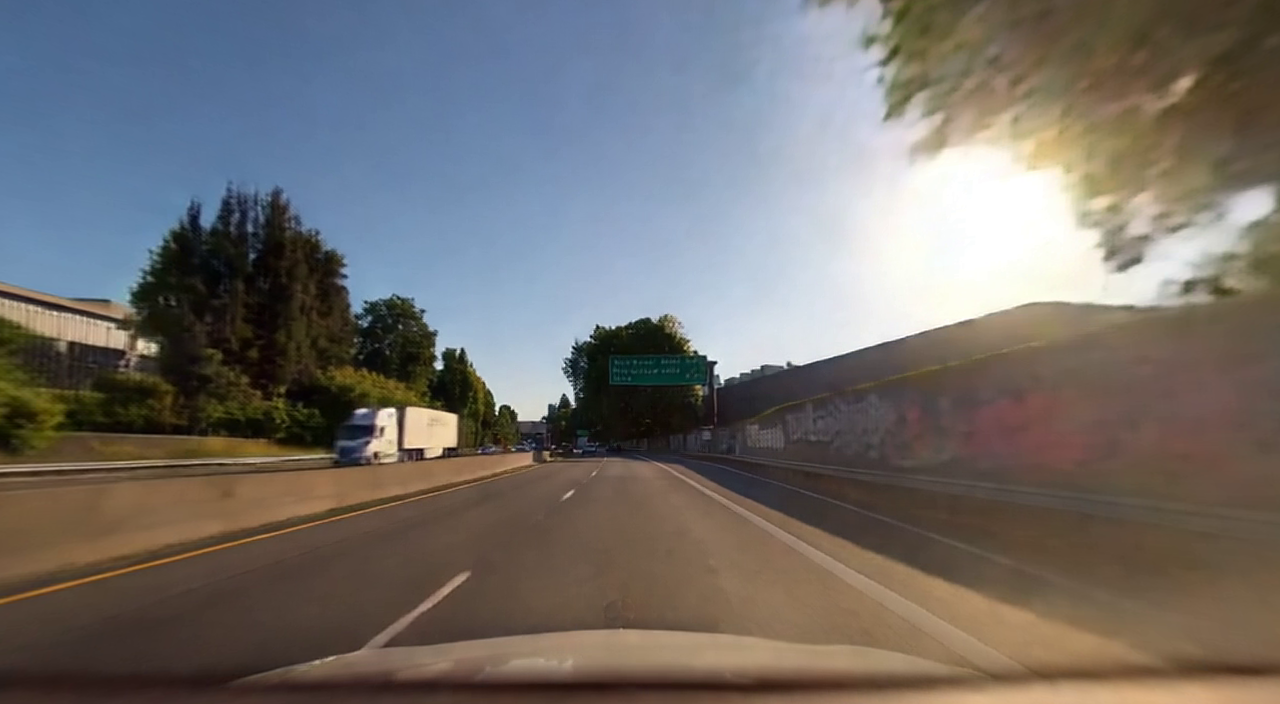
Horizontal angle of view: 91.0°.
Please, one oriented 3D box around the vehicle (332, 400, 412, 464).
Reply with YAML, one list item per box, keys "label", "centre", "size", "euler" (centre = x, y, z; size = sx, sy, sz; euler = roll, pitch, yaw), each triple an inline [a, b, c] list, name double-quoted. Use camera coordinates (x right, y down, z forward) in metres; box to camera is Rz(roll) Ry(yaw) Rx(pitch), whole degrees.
- label: "vehicle"
  centre: [-17.604, 5.330, 41.690]
  size: [3.414, 3.999, 3.950]
  euler: [0, -8, 0]
